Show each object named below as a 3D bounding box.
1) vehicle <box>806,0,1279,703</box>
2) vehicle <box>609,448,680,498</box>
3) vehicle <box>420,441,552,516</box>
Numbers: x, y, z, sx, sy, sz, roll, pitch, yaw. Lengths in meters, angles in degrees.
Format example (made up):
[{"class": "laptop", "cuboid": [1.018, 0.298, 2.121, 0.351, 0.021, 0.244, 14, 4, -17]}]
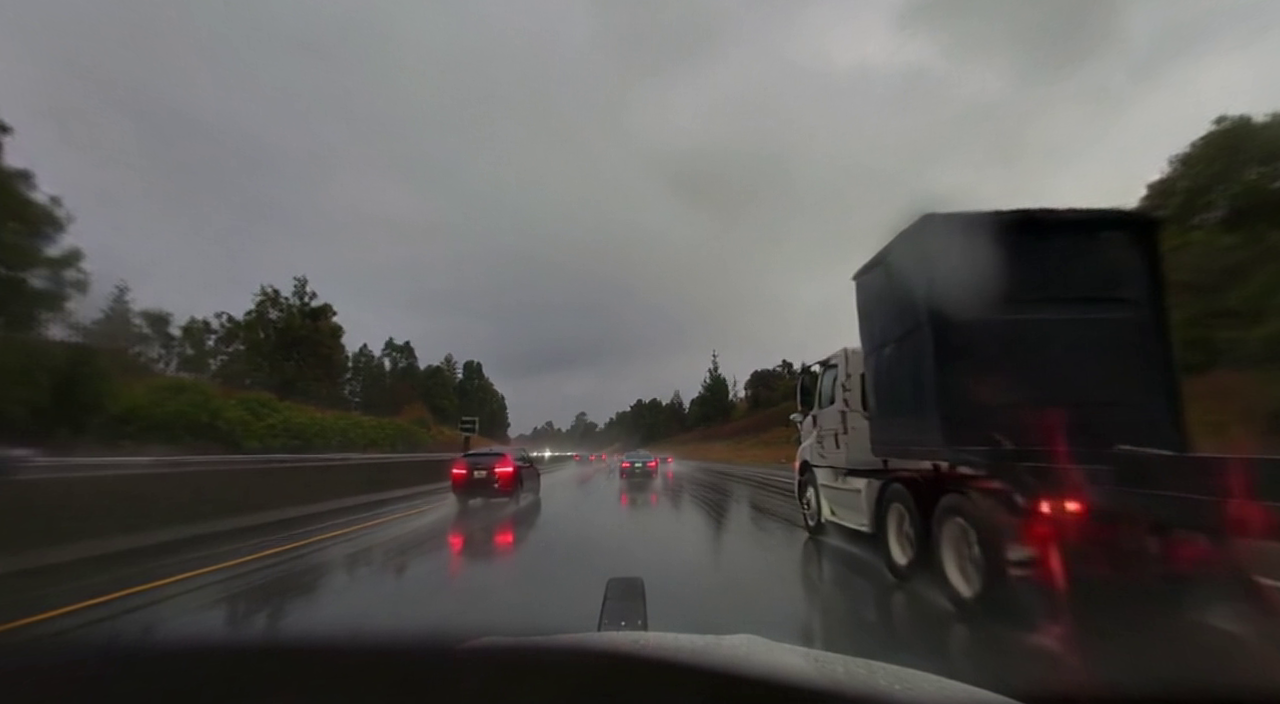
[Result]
[{"class": "vehicle", "cuboid": [4.463, -0.103, 3.846, 2.905, 4.109, 14.332, 0, -9, 0]}, {"class": "vehicle", "cuboid": [0.088, 3.781, 20.036, 2.023, 1.400, 4.028, 0, -9, -1]}, {"class": "vehicle", "cuboid": [-3.604, 3.056, 15.725, 2.153, 1.581, 4.375, 0, -9, 0]}]
